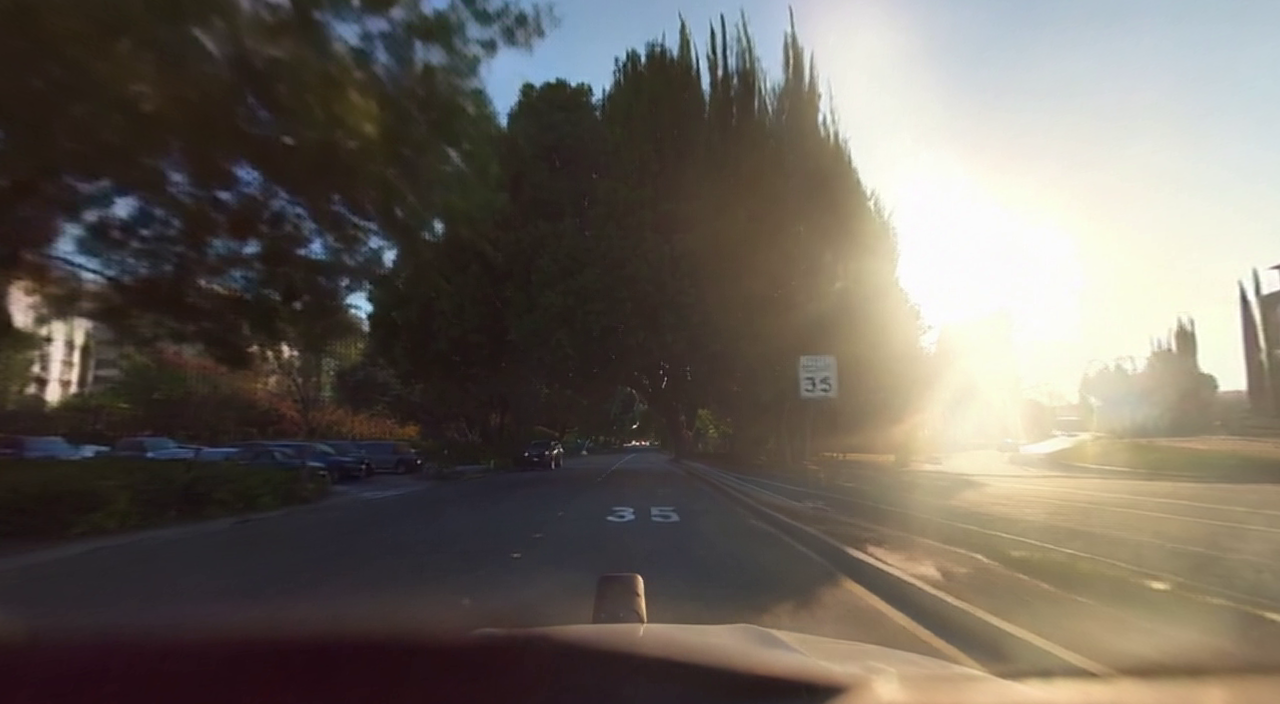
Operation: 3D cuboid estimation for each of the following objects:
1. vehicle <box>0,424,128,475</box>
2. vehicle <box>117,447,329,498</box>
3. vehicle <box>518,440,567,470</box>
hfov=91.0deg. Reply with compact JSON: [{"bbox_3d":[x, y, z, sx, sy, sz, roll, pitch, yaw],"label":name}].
[{"bbox_3d":[-26.202,4.203,27.357,5.603,2.043,2.554,1,-9,1],"label":"vehicle"},{"bbox_3d":[-13.138,3.803,20.103,5.300,1.432,1.951,1,-9,-1],"label":"vehicle"},{"bbox_3d":[-6.562,6.973,43.087,2.350,1.892,5.542,1,-8,1],"label":"vehicle"}]
